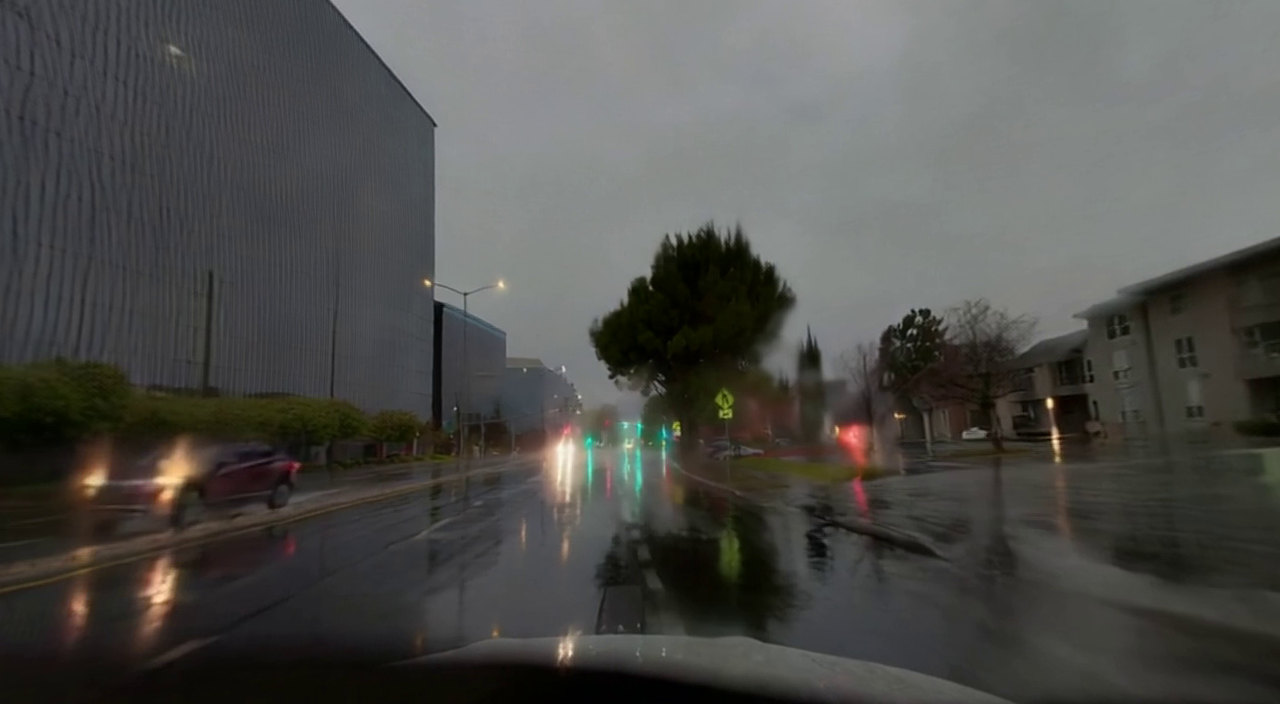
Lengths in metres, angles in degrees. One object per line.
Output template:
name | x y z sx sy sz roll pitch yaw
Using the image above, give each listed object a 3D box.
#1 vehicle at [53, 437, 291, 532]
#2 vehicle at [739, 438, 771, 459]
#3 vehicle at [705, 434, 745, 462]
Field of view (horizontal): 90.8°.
vehicle | -10.014 2.813 14.130 1.988 1.755 4.568 1 -9 -3
vehicle | 8.829 7.423 48.587 1.842 1.535 3.638 0 -9 2
vehicle | 6.379 7.287 47.956 2.160 1.944 5.086 0 -8 -2
